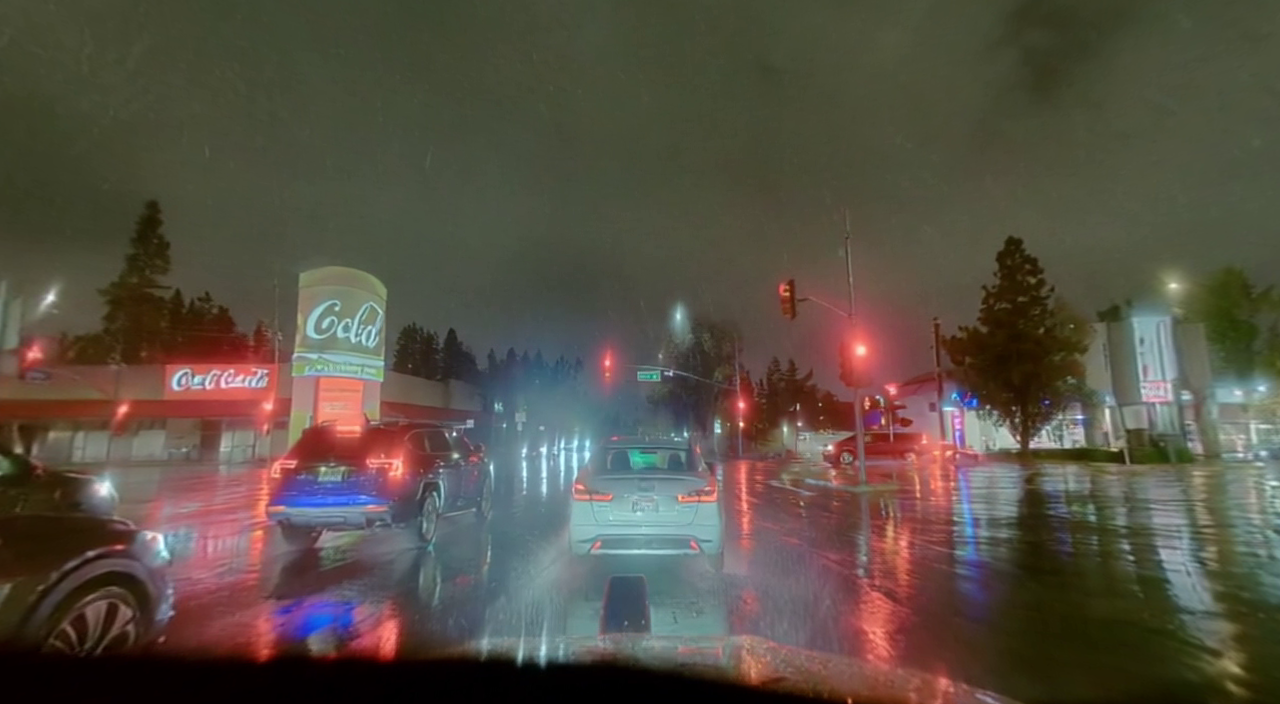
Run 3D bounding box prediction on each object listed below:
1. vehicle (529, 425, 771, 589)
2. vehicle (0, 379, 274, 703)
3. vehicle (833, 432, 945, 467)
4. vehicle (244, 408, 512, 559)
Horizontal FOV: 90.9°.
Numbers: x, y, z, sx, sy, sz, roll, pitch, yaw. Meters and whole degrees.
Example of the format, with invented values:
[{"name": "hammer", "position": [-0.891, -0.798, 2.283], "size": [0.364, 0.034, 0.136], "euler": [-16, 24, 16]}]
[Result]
[{"name": "vehicle", "position": [0.177, 1.731, 7.894], "size": [2.258, 1.507, 3.896], "euler": [-1, -8, 3]}, {"name": "vehicle", "position": [-3.334, 0.783, 1.707], "size": [2.029, 1.517, 4.375], "euler": [0, -8, 0]}, {"name": "vehicle", "position": [12.950, 5.096, 33.016], "size": [5.032, 1.762, 1.982], "euler": [0, -8, 0]}, {"name": "vehicle", "position": [-3.450, 1.821, 9.408], "size": [2.009, 1.704, 4.230], "euler": [0, -8, 3]}]
